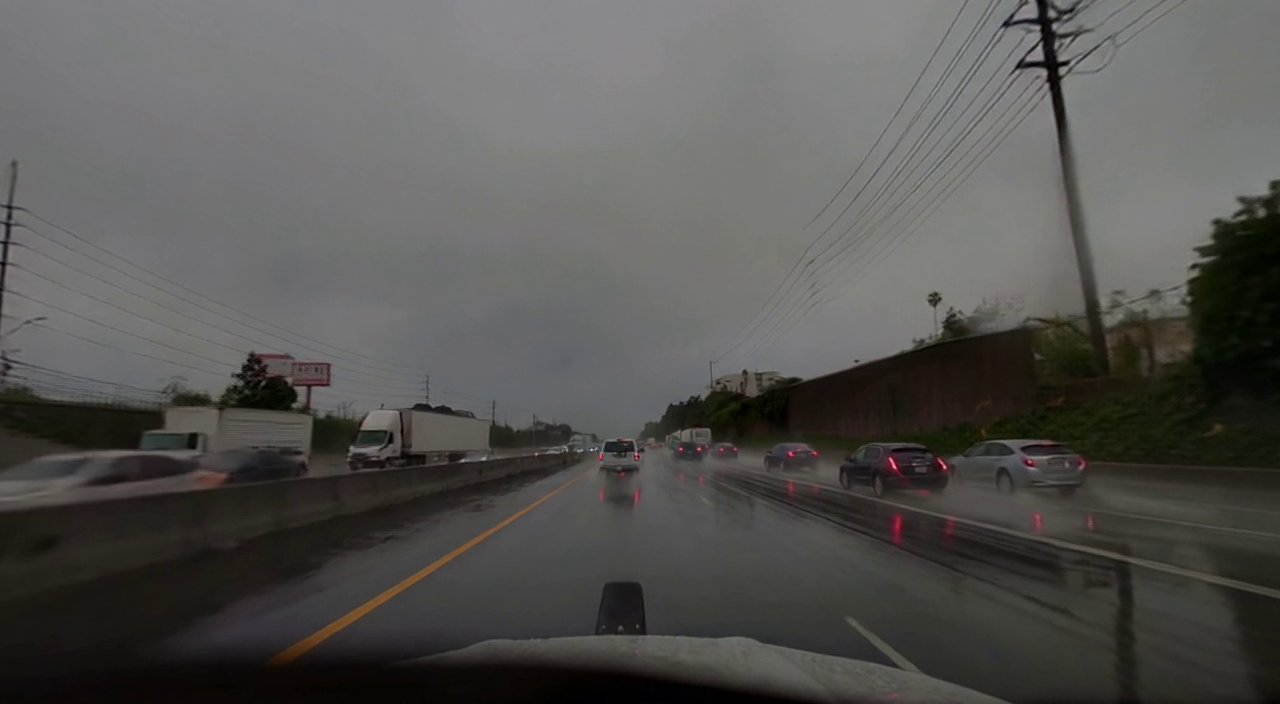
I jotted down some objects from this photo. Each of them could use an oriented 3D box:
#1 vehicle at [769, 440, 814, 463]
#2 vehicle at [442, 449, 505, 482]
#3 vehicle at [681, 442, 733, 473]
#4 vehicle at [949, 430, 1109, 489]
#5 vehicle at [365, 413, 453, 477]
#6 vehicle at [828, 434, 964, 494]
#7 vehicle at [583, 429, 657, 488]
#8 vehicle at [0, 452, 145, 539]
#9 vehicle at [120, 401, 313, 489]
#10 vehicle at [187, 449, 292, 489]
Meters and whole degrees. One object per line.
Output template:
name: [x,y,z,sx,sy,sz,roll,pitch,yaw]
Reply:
vehicle: [10.522,6.939,44.249,1.901,1.485,4.483,0,-8,-2]
vehicle: [-8.115,5.562,31.247,1.897,1.470,4.474,0,-8,0]
vehicle: [3.310,5.319,32.178,1.934,1.461,4.368,1,-8,-3]
vehicle: [11.159,3.102,18.543,1.944,1.505,4.138,0,-8,-2]
vehicle: [-15.620,6.389,43.550,3.032,3.968,8.215,0,-8,-1]
vehicle: [6.952,3.074,17.747,1.958,1.473,4.201,0,-8,-1]
vehicle: [-0.640,3.663,21.979,2.298,1.809,4.359,0,-8,0]
vehicle: [-12.154,2.680,12.048,1.872,1.465,4.455,0,-8,-1]
vehicle: [-22.705,5.176,35.165,2.958,4.081,11.148,0,-8,0]
vehicle: [-18.381,5.358,29.310,1.866,1.689,4.569,0,-8,-1]
